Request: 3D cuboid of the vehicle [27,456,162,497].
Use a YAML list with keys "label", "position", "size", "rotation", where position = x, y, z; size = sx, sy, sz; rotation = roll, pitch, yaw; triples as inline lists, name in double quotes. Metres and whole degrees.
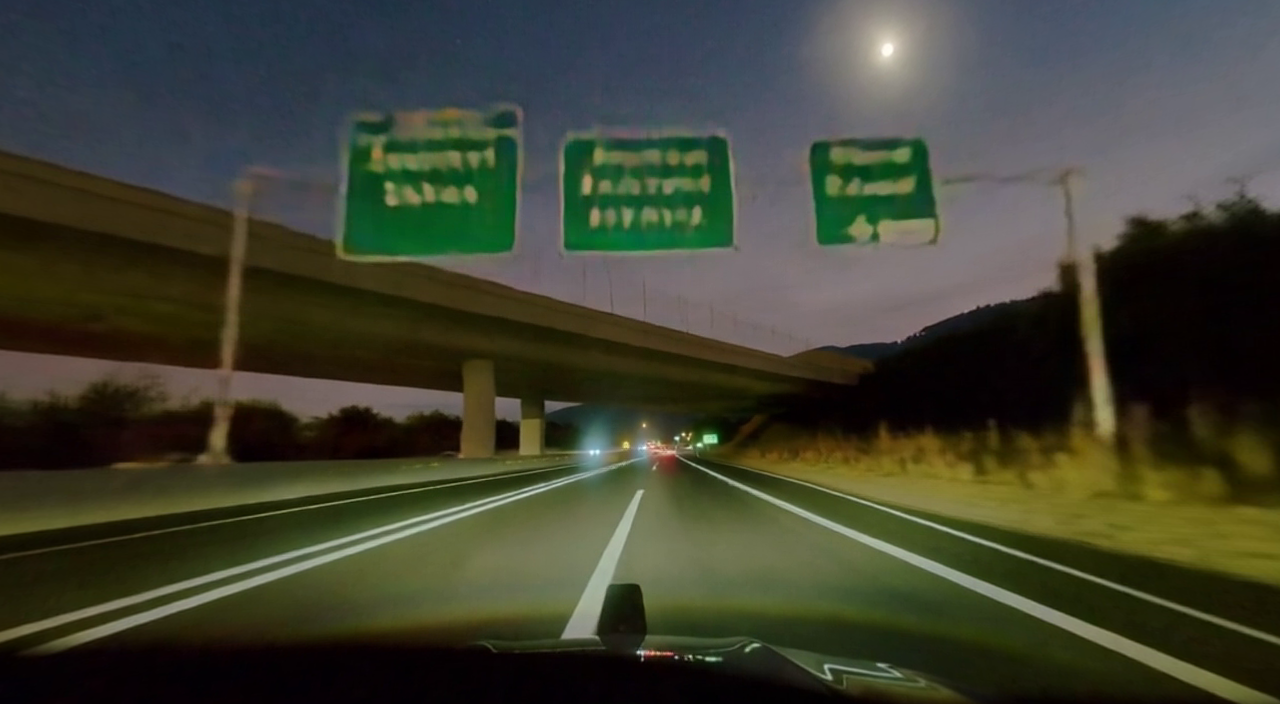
- label: "vehicle"
  position: [-21.392, 4.867, 24.944]
  size: [1.835, 1.455, 3.837]
  rotation: [0, -9, 2]
